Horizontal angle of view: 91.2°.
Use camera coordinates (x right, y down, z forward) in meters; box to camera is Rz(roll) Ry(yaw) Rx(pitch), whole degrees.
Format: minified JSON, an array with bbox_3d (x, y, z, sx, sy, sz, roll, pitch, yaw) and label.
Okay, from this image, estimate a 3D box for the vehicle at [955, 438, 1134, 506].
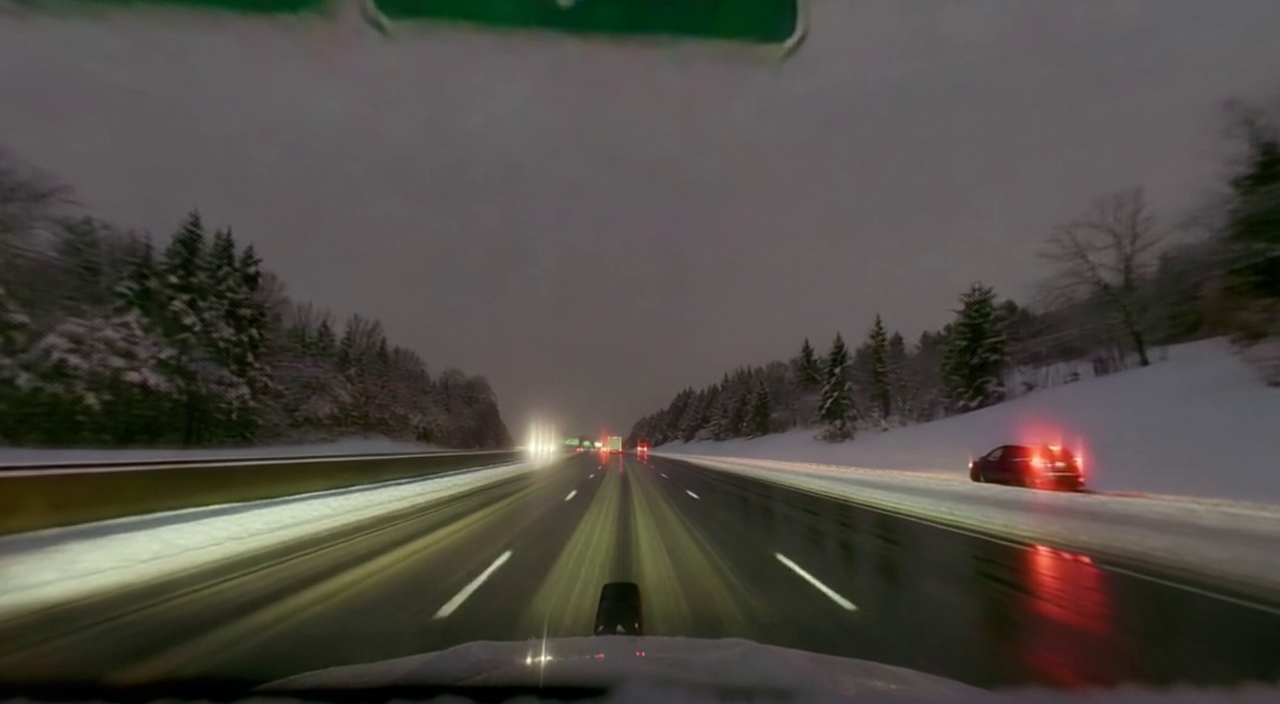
[{"bbox_3d":[9.832,2.930,15.648,1.853,1.463,3.780,0,-9,-1],"label":"vehicle"}]
